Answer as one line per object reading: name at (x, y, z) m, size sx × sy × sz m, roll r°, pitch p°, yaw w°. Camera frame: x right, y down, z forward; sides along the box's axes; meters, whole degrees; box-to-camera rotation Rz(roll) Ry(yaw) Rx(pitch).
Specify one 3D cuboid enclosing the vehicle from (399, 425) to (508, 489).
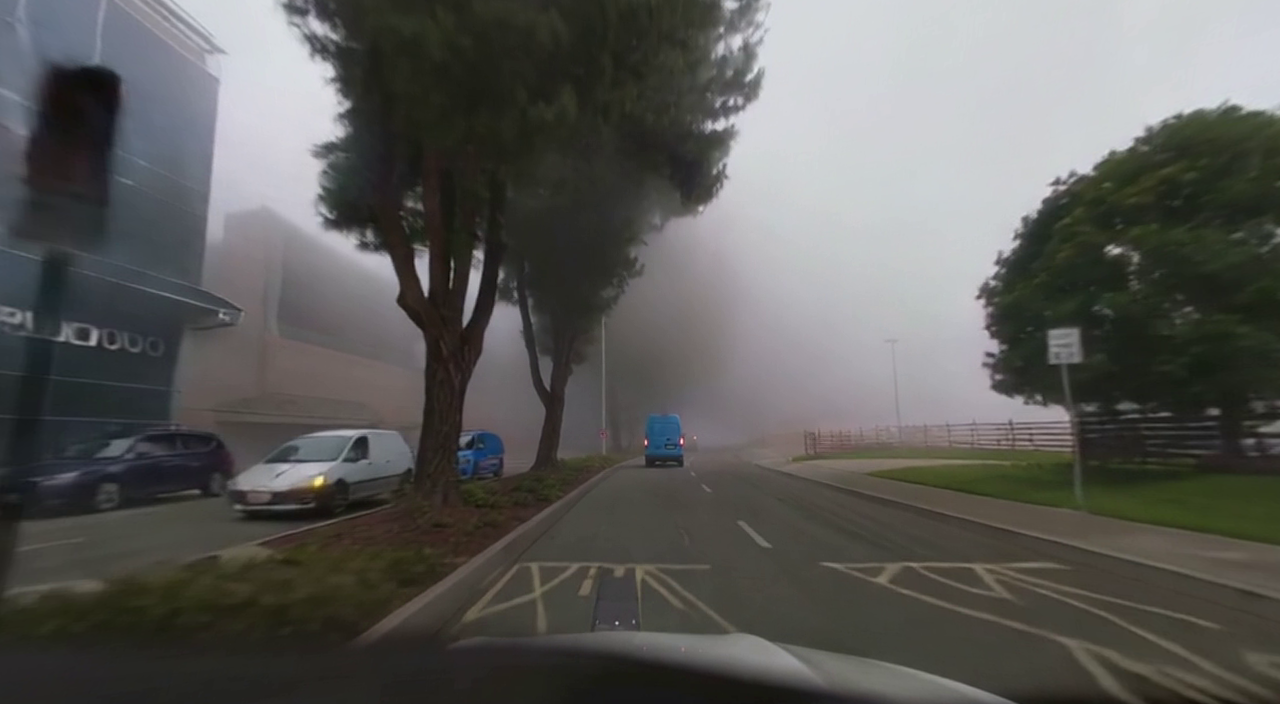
vehicle at (-5.458, 3.149, 19.065) m, size 1.935 × 1.633 × 4.247 m, roll -2°, pitch -9°, yaw 1°

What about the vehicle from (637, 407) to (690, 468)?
vehicle at (1.313, 4.330, 32.003) m, size 2.435 × 2.816 × 5.232 m, roll -1°, pitch -8°, yaw 5°

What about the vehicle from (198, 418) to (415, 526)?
vehicle at (-5.692, 2.091, 11.351) m, size 1.893 × 1.587 × 3.595 m, roll -1°, pitch -9°, yaw 0°

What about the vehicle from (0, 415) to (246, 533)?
vehicle at (-9.207, 2.024, 10.831) m, size 1.891 × 1.575 × 4.559 m, roll -2°, pitch -9°, yaw 1°
